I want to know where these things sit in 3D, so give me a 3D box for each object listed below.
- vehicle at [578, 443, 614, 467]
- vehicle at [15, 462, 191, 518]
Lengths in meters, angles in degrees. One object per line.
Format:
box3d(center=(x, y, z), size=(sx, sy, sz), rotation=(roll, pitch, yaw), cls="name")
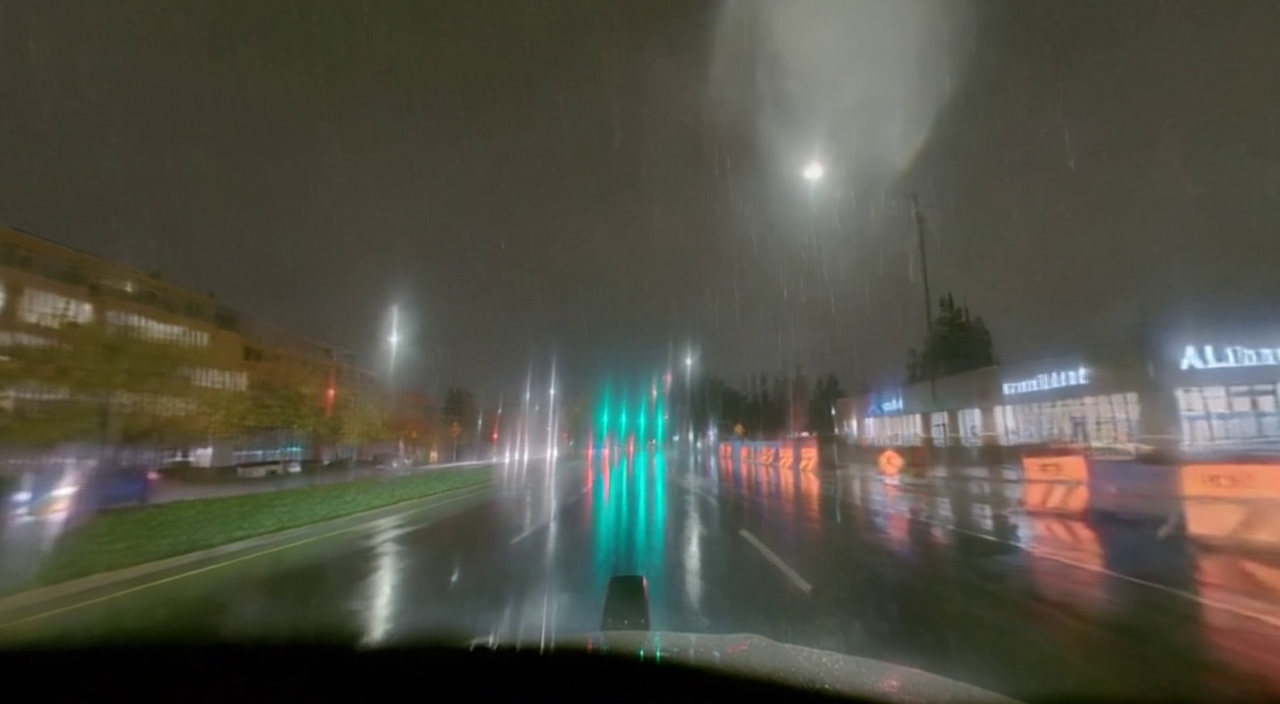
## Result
box3d(center=(-2.682, 6.407, 39.380), size=(1.926, 1.442, 4.231), rotation=(0, -8, 0), cls="vehicle")
box3d(center=(-17.961, 4.590, 21.473), size=(1.948, 1.535, 4.600), rotation=(0, -8, 0), cls="vehicle")
